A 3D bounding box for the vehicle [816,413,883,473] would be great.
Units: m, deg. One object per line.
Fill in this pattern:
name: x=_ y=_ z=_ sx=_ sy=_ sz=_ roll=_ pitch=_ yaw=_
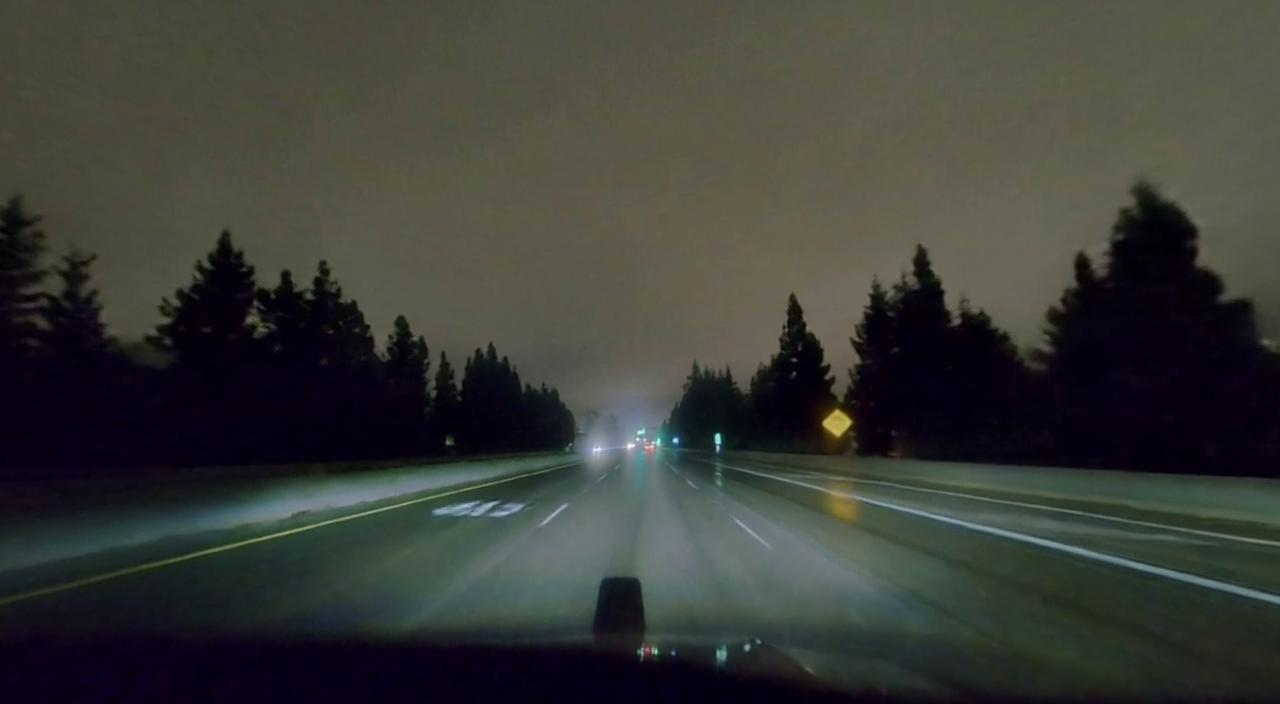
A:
vehicle: x=13.685 y=6.001 z=41.532 sx=3.229 sy=3.713 sz=3.639 roll=-1 pitch=-8 yaw=3
